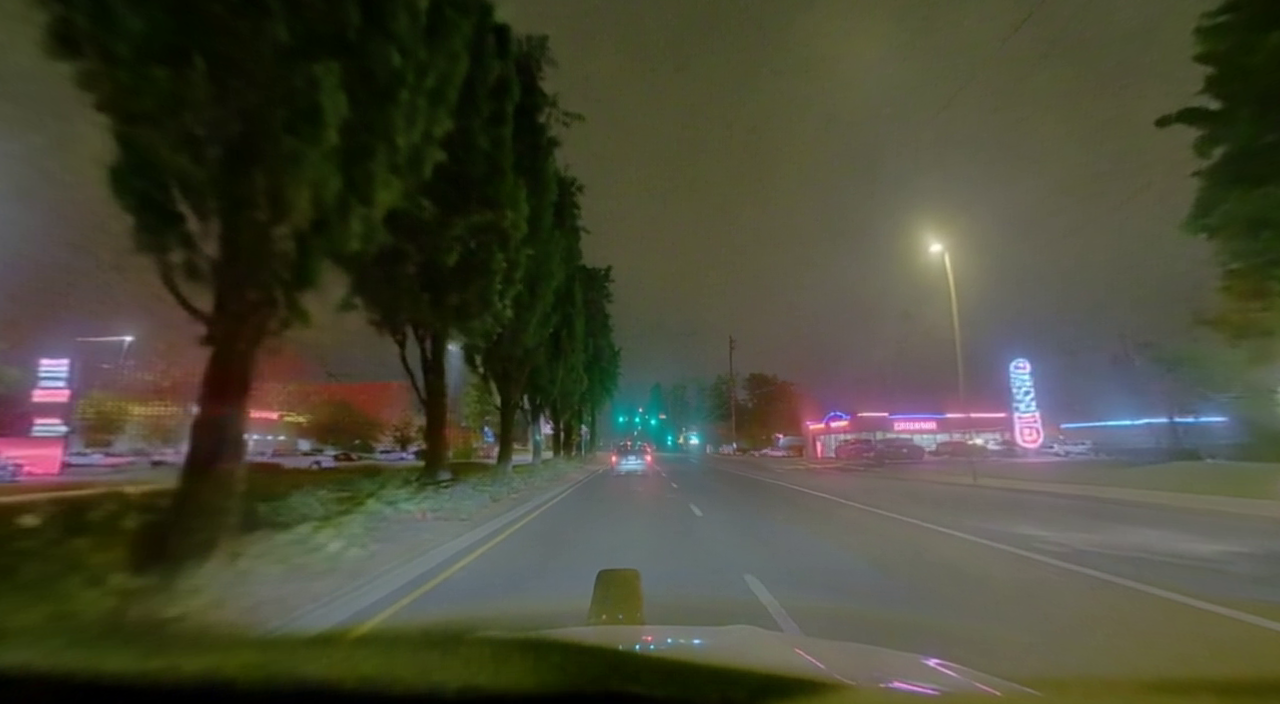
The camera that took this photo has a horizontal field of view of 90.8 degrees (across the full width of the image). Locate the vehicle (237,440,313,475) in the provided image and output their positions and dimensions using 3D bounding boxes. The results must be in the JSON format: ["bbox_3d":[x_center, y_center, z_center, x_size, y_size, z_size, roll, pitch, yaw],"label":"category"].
[{"bbox_3d":[-24.176,6.987,42.113,2.202,2.103,4.899,-1,-8,-1],"label":"vehicle"}]

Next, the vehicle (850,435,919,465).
[{"bbox_3d":[15.807,6.355,41.179,2.377,1.783,5.145,0,-8,-1],"label":"vehicle"}]

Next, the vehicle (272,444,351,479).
[{"bbox_3d":[-19.385,6.438,37.572,2.129,1.794,4.967,-2,-8,-1],"label":"vehicle"}]

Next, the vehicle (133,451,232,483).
[{"bbox_3d":[-24.073,6.025,33.512,1.915,1.460,4.717,0,-8,-3],"label":"vehicle"}]

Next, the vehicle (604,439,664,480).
[{"bbox_3d":[-0.242,4.244,25.196,2.185,1.473,3.925,0,-8,-1],"label":"vehicle"}]

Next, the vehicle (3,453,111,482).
[{"bbox_3d":[-32.785,6.478,35.657,4.303,1.464,1.799,7,-11,-42],"label":"vehicle"}]
